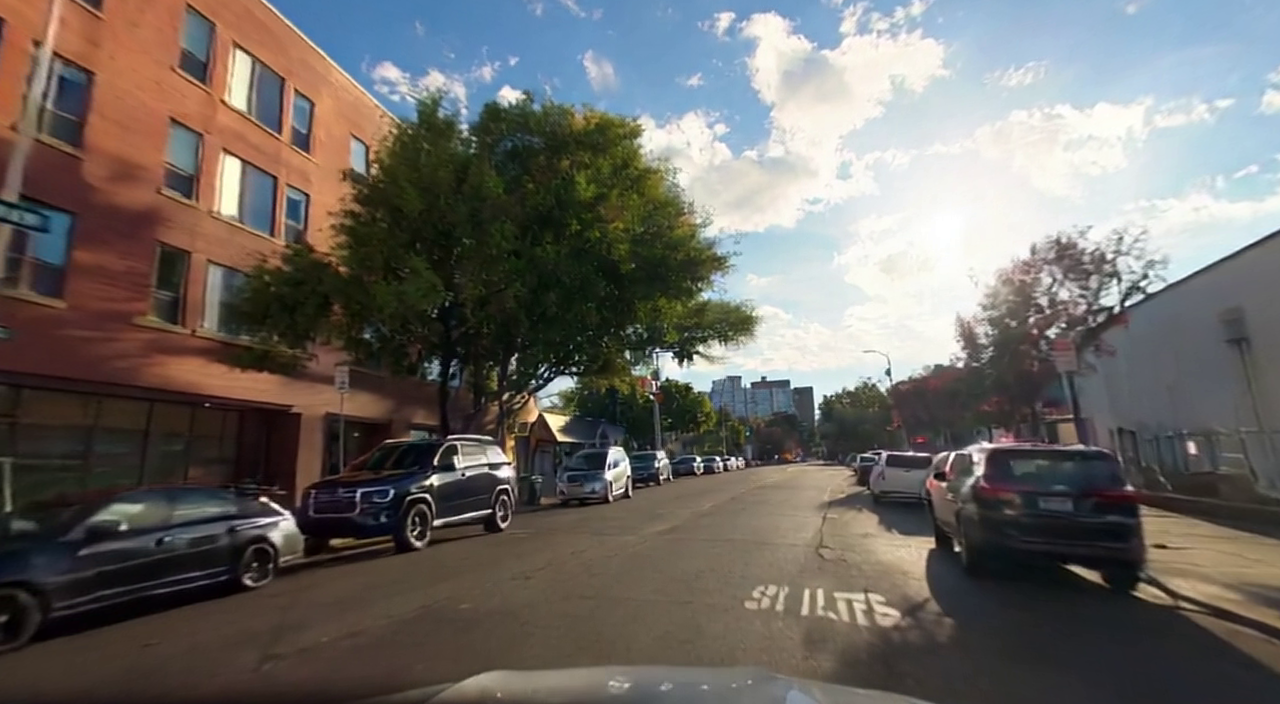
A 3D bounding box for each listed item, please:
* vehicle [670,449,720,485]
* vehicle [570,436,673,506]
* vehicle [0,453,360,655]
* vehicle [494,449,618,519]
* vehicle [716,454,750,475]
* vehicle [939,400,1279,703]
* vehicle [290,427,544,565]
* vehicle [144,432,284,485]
[{"bbox_3d":[3.316,6.709,37.156,1.948,1.693,4.325,-5,-7,17],"label":"vehicle"},{"bbox_3d":[-0.534,4.434,24.305,2.260,2.136,5.669,-6,-7,15],"label":"vehicle"},{"bbox_3d":[-5.831,2.178,7.803,1.933,1.461,4.393,-7,-7,16],"label":"vehicle"},{"bbox_3d":[-2.293,3.773,18.706,1.960,1.765,4.343,-3,-9,17],"label":"vehicle"},{"bbox_3d":[7.300,8.771,49.483,1.919,1.464,4.344,-3,-9,18],"label":"vehicle"},{"bbox_3d":[3.029,1.150,3.394,1.892,1.481,4.365,-2,-9,17],"label":"vehicle"},{"bbox_3d":[-4.179,2.720,13.056,2.120,2.078,5.403,-6,-7,16],"label":"vehicle"},{"bbox_3d":[-15.702,3.988,23.367,4.213,1.543,2.001,-7,-14,17],"label":"vehicle"}]
